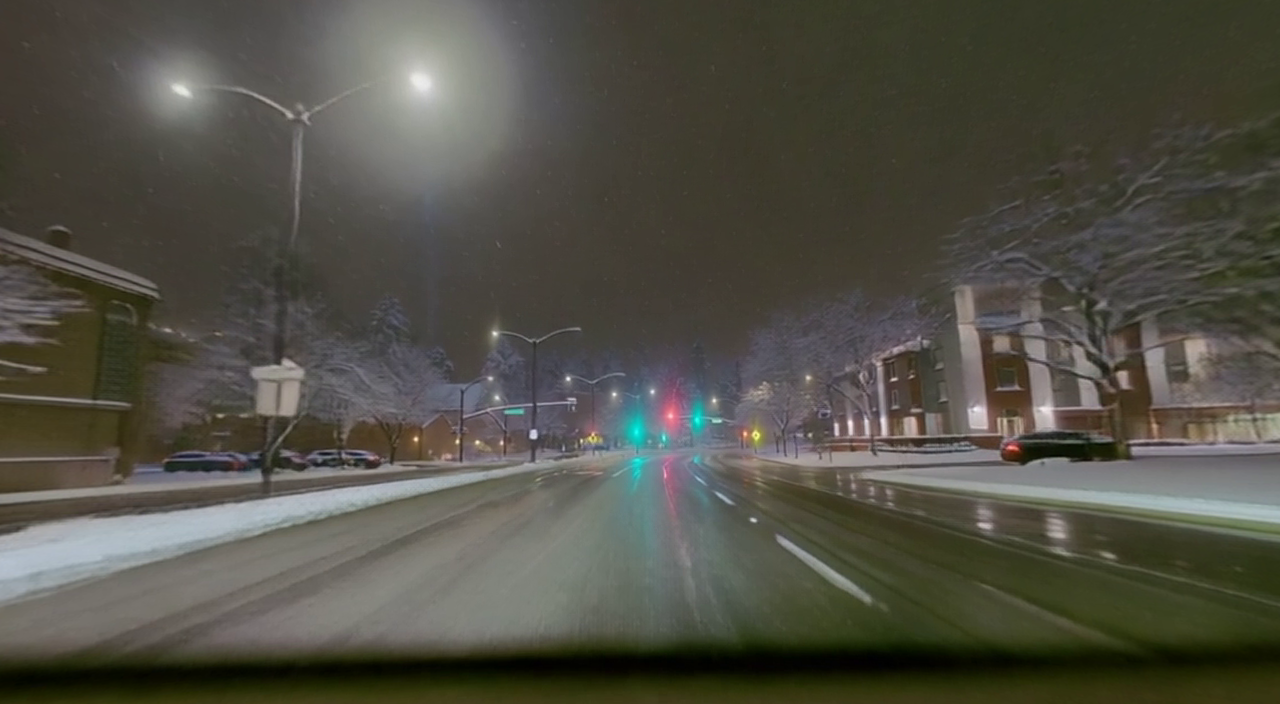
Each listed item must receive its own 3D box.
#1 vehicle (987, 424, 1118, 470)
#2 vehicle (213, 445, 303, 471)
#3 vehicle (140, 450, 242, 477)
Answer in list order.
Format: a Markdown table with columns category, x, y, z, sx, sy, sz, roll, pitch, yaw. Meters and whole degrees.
| category | x | y | z | sx | sy | sz | roll | pitch | yaw |
| --- | --- | --- | --- | --- | --- | --- | --- | --- | --- |
| vehicle | 19.331 | 4.493 | 29.913 | 2.074 | 1.959 | 4.793 | 3 | -9 | -19 |
| vehicle | -28.039 | 7.796 | 46.529 | 5.248 | 1.758 | 2.122 | -1 | -8 | -2 |
| vehicle | -28.852 | 7.168 | 40.721 | 4.913 | 1.677 | 2.032 | 0 | -9 | -1 |
